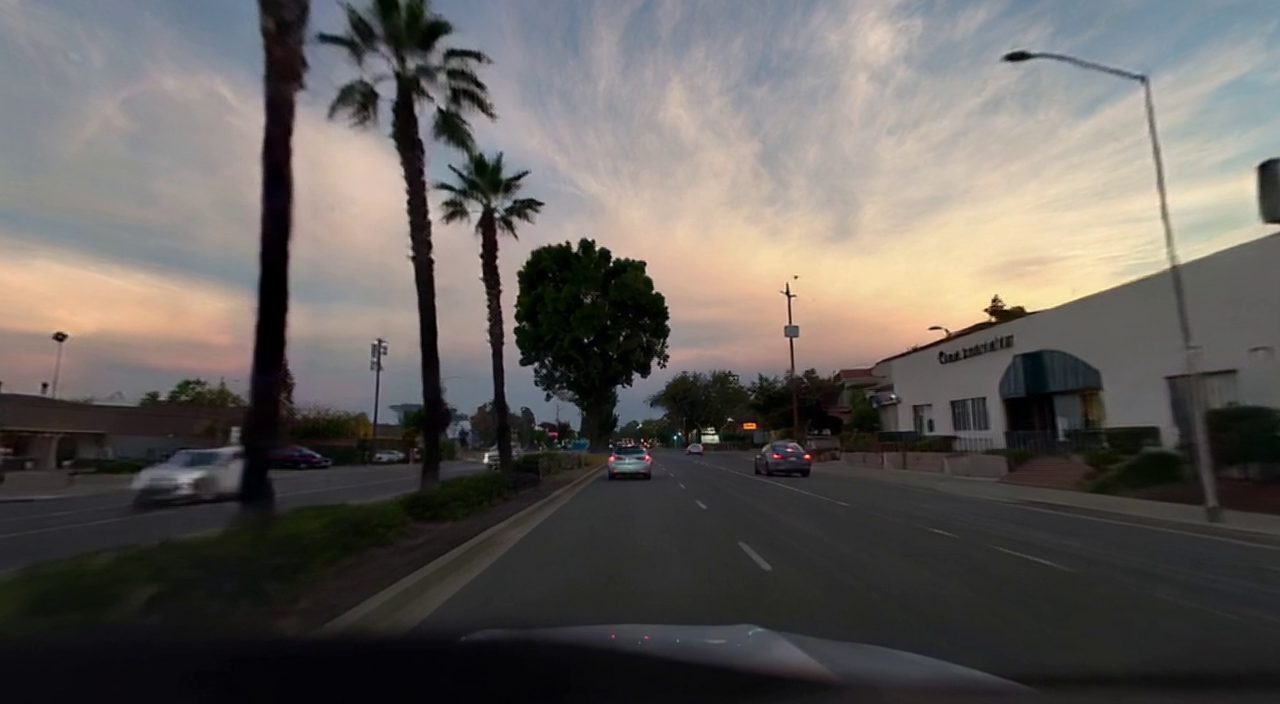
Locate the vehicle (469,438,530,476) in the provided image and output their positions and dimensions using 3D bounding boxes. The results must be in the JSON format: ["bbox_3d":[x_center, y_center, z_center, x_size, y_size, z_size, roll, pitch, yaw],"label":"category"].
[{"bbox_3d":[-6.738,5.071,30.714,2.156,1.702,4.379,0,-9,-3],"label":"vehicle"}]

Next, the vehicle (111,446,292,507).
[{"bbox_3d":[-11.928,3.383,17.646,1.833,1.464,4.463,0,-9,0],"label":"vehicle"}]

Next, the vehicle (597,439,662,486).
[{"bbox_3d":[-0.353,3.909,22.618,2.106,1.496,3.964,0,-9,0],"label":"vehicle"}]

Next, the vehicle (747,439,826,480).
[{"bbox_3d":[6.319,4.689,27.803,2.244,1.618,4.585,0,-9,-2],"label":"vehicle"}]
